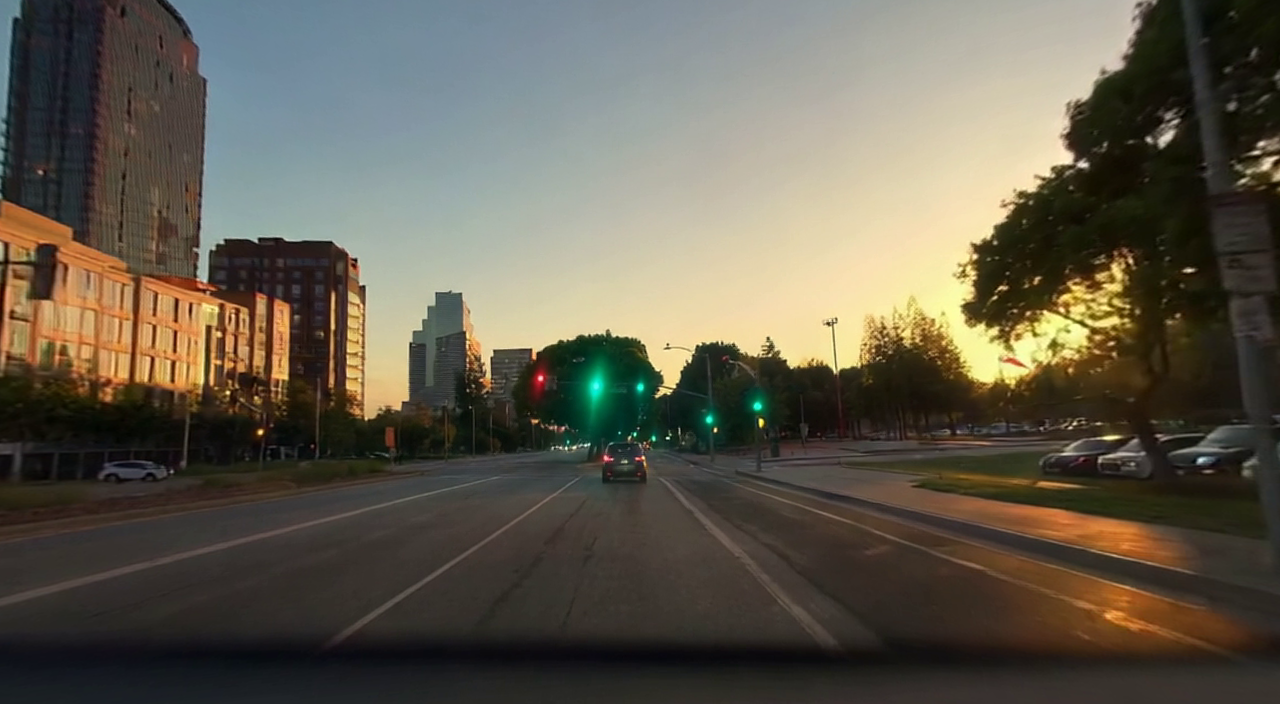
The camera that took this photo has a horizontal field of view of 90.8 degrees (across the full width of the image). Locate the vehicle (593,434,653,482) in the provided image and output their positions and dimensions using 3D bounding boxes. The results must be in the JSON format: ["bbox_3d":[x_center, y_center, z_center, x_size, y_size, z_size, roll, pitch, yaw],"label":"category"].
[{"bbox_3d":[-0.636,4.084,24.626,2.130,1.711,4.038,0,-8,-1],"label":"vehicle"}]

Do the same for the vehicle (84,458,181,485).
[{"bbox_3d":[-35.005,8.261,43.674,4.884,1.736,2.049,0,-8,-1],"label":"vehicle"}]

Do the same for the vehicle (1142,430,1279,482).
[{"bbox_3d":[17.098,2.980,18.227,3.720,1.414,1.719,0,-8,-2],"label":"vehicle"}]
